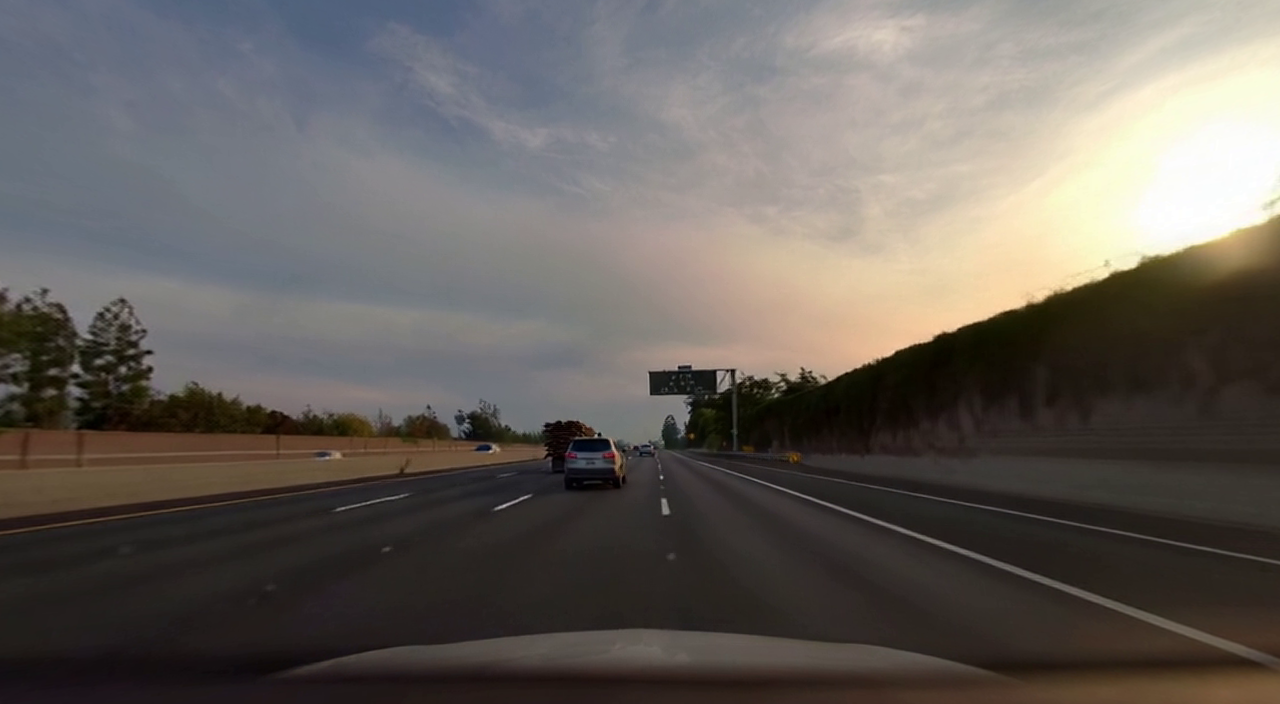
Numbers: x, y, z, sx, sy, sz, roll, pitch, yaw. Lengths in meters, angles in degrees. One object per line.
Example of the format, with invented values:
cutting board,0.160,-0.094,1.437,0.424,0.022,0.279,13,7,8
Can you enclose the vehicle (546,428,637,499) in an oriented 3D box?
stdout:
vehicle,-1.251,3.191,18.369,2.114,1.787,4.365,-1,-8,2
